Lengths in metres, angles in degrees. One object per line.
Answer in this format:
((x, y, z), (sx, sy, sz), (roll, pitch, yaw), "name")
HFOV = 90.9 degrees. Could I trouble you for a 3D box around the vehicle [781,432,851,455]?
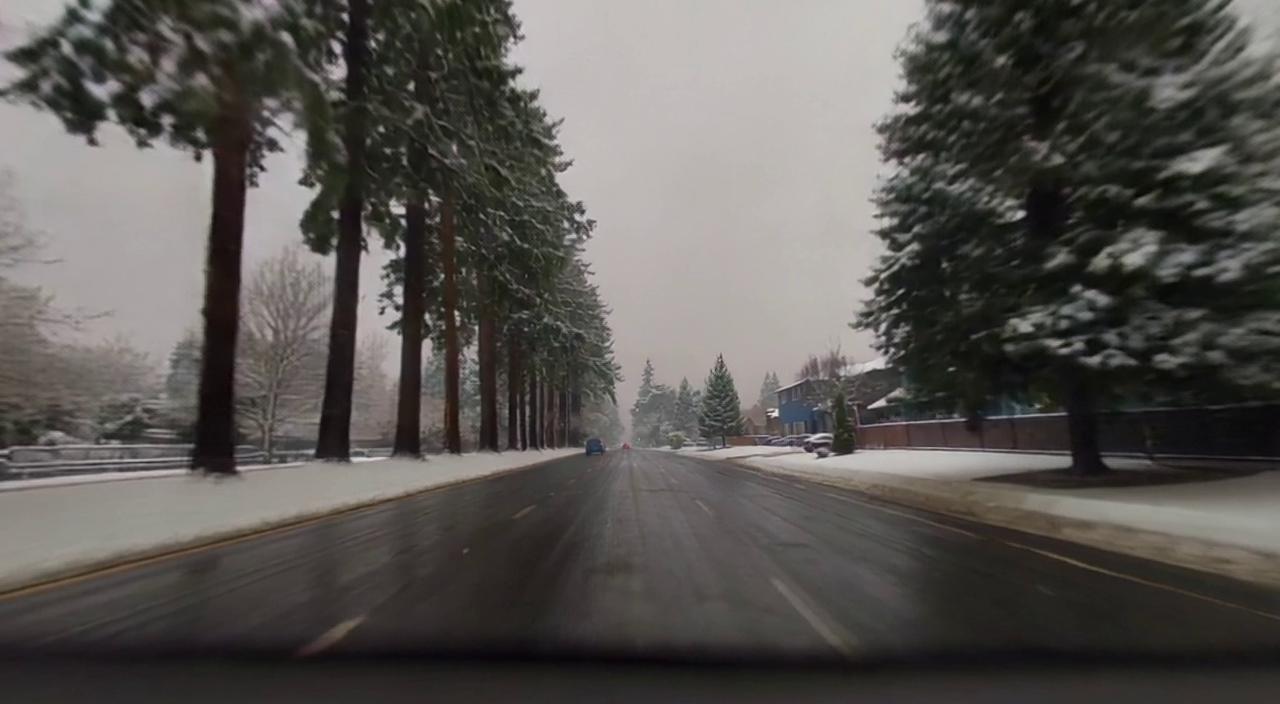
((12.206, 6.339, 43.739), (4.630, 1.461, 1.817), (4, -9, -27), "vehicle")
